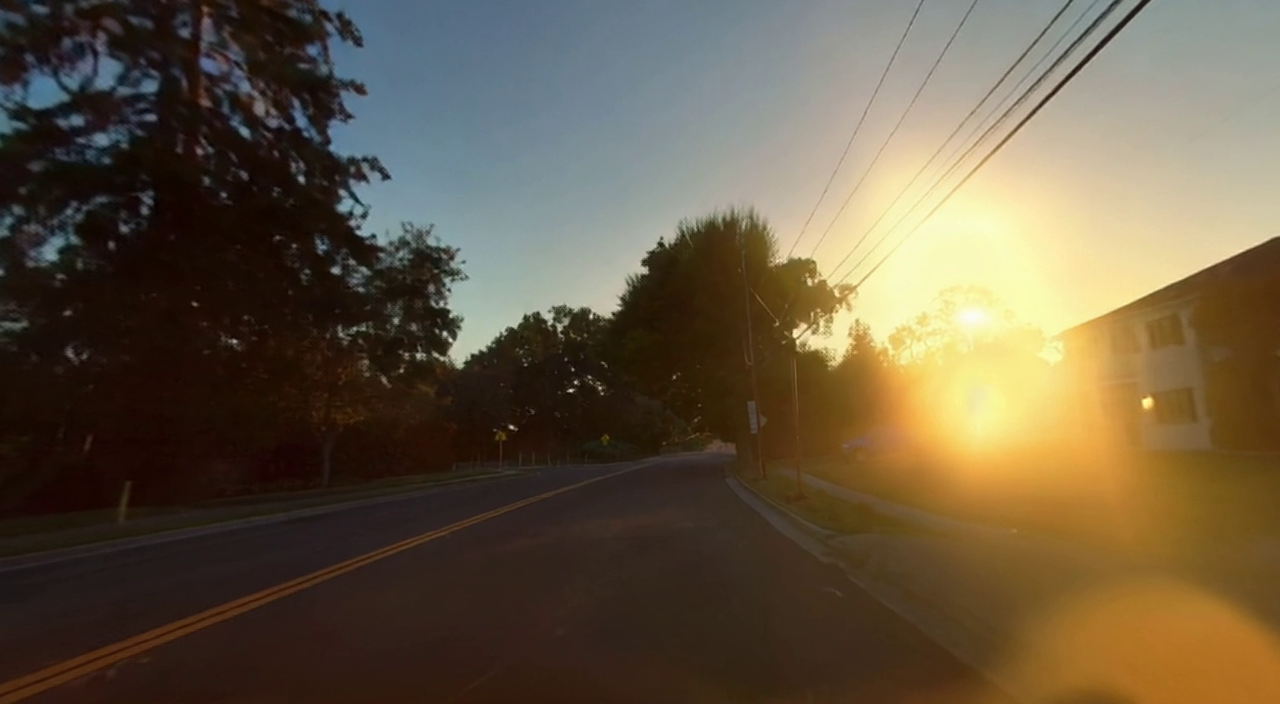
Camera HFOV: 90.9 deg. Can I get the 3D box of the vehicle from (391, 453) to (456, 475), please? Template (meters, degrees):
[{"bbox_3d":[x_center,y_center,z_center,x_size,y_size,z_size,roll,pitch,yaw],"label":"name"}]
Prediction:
[{"bbox_3d":[-16.748,8.675,48.824,4.270,1.481,1.972,-4,-9,12],"label":"vehicle"}]

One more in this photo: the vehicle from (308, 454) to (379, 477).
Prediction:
[{"bbox_3d":[-23.482,8.967,49.991,4.751,1.489,2.052,-5,-9,9],"label":"vehicle"}]

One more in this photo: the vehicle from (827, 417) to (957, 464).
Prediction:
[{"bbox_3d":[12.731,4.576,32.305,5.704,1.788,2.095,-7,-11,11],"label":"vehicle"}]
